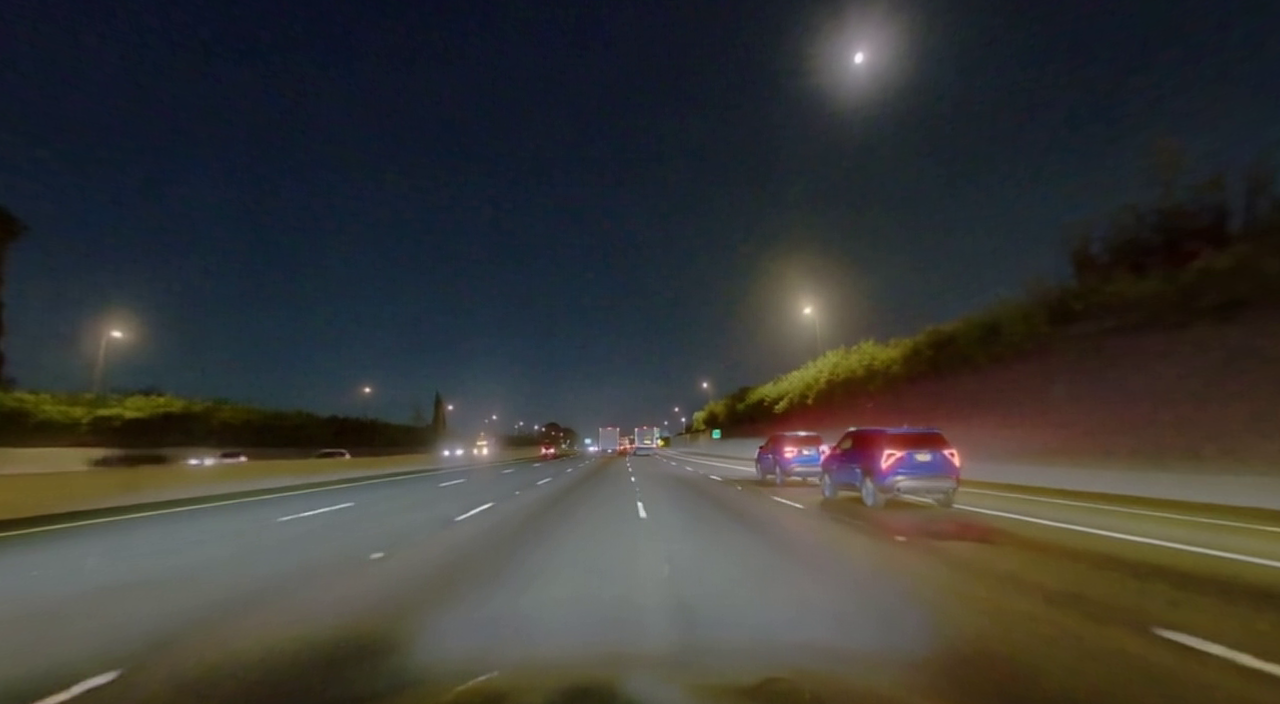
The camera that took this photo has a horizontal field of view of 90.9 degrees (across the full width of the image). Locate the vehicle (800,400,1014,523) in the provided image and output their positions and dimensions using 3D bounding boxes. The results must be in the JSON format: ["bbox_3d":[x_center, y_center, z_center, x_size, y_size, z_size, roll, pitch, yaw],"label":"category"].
[{"bbox_3d":[5.500,2.341,14.042,2.408,2.210,4.999,0,-8,-2],"label":"vehicle"}]

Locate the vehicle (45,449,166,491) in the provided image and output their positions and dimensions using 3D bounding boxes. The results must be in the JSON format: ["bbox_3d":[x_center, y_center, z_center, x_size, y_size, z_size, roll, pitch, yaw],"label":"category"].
[{"bbox_3d":[-19.712,4.346,23.450,1.499,1.379,3.398,0,-8,-1],"label":"vehicle"}]
